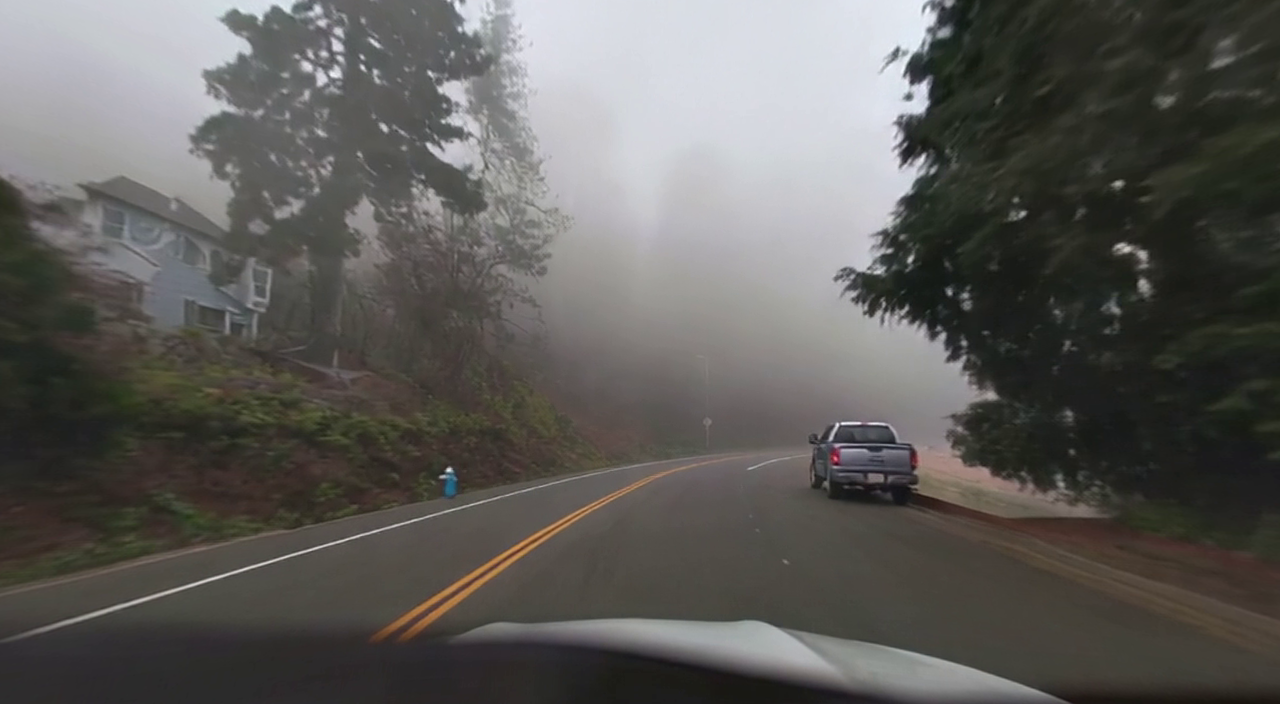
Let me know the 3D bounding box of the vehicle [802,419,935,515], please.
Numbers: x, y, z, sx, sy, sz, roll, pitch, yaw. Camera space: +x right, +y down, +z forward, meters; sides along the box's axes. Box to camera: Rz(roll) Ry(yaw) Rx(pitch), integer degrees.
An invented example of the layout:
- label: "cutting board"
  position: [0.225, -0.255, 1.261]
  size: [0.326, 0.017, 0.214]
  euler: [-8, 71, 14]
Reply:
- label: "vehicle"
  position: [4.988, 2.516, 14.419]
  size: [1.992, 1.817, 4.467]
  euler: [0, -8, 9]
